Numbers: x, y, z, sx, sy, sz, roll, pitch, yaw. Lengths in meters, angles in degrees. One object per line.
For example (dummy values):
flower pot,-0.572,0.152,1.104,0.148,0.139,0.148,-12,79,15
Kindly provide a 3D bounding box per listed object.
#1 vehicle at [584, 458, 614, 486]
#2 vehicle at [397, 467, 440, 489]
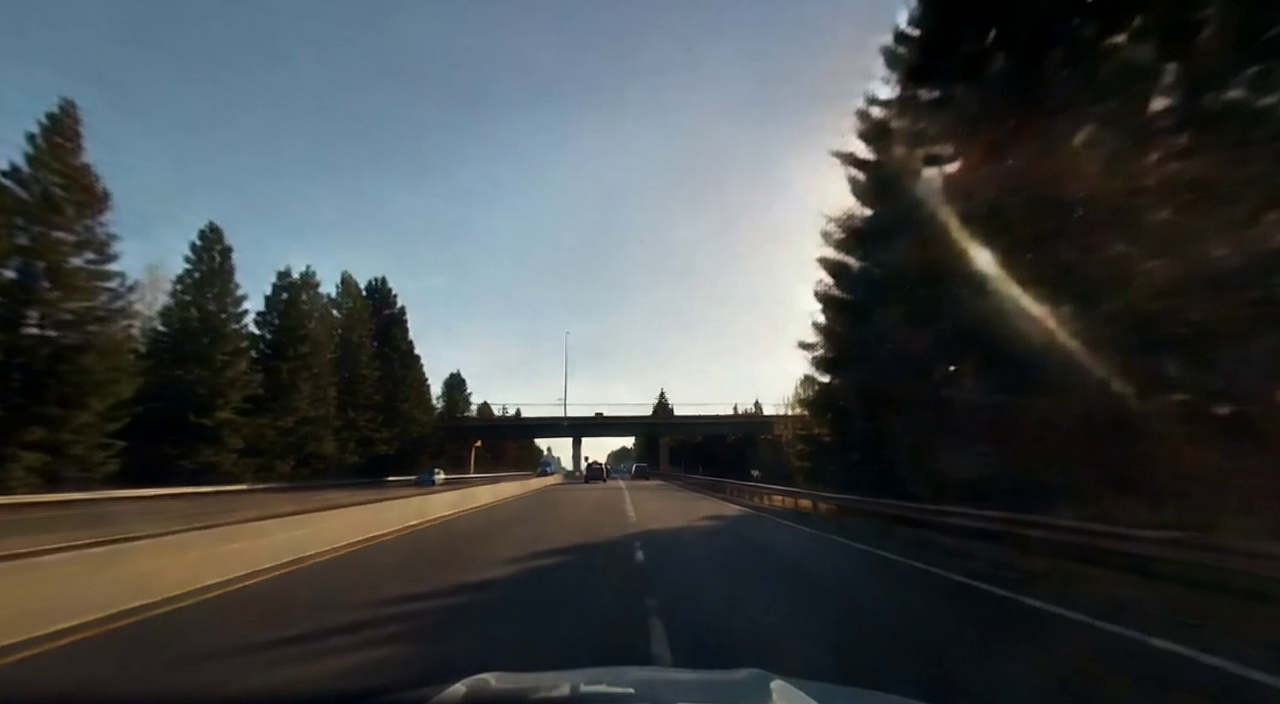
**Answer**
vehicle,-3.110,9.191,48.311,2.162,1.973,4.341,1,-11,-3
vehicle,-15.722,8.937,44.882,1.708,1.455,4.012,1,-11,-2
